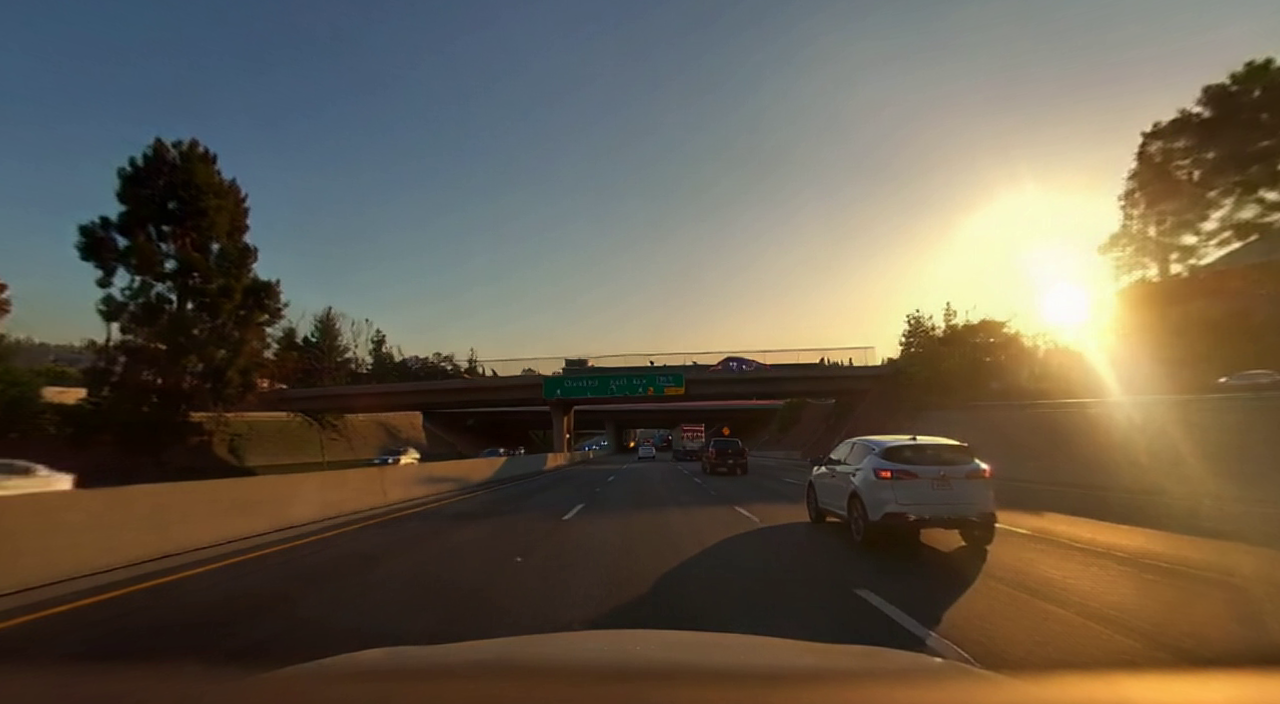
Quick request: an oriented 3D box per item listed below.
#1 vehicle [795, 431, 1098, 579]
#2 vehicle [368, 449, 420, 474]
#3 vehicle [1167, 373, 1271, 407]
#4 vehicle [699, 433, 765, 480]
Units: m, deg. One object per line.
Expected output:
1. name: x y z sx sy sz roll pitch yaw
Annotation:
1. vehicle: 3.665 1.885 8.682 1.902 1.481 4.451 0 -8 0
2. vehicle: -18.243 8.131 47.040 2.027 1.666 4.508 0 -8 1
3. vehicle: 35.800 2.418 39.172 2.024 1.757 4.696 -1 -8 1
4. vehicle: 3.906 4.533 27.674 2.086 1.858 4.737 0 -8 -1
